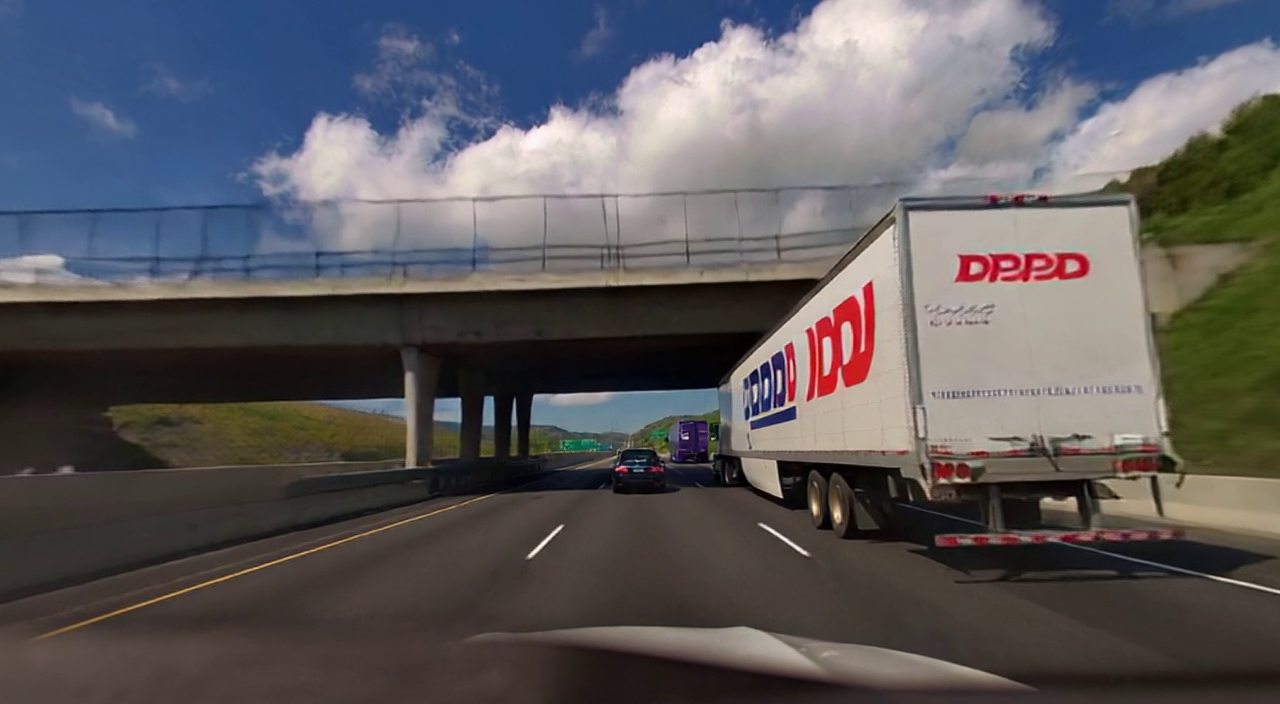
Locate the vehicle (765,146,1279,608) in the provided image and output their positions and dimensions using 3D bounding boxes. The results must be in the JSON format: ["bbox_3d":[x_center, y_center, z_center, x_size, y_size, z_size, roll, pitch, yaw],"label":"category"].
[{"bbox_3d":[4.166,0.748,9.470,2.802,3.956,8.291,0,-9,0],"label":"vehicle"}]

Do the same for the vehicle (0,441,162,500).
[{"bbox_3d":[-17.162,3.538,19.156,1.931,1.569,4.277,0,-9,-1],"label":"vehicle"}]

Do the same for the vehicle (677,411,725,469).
[{"bbox_3d":[4.538,6.872,48.692,2.801,4.039,8.684,0,-9,0],"label":"vehicle"}]

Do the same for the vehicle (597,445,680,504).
[{"bbox_3d":[-0.041,3.342,17.538,2.029,1.437,3.794,0,-9,0],"label":"vehicle"}]
